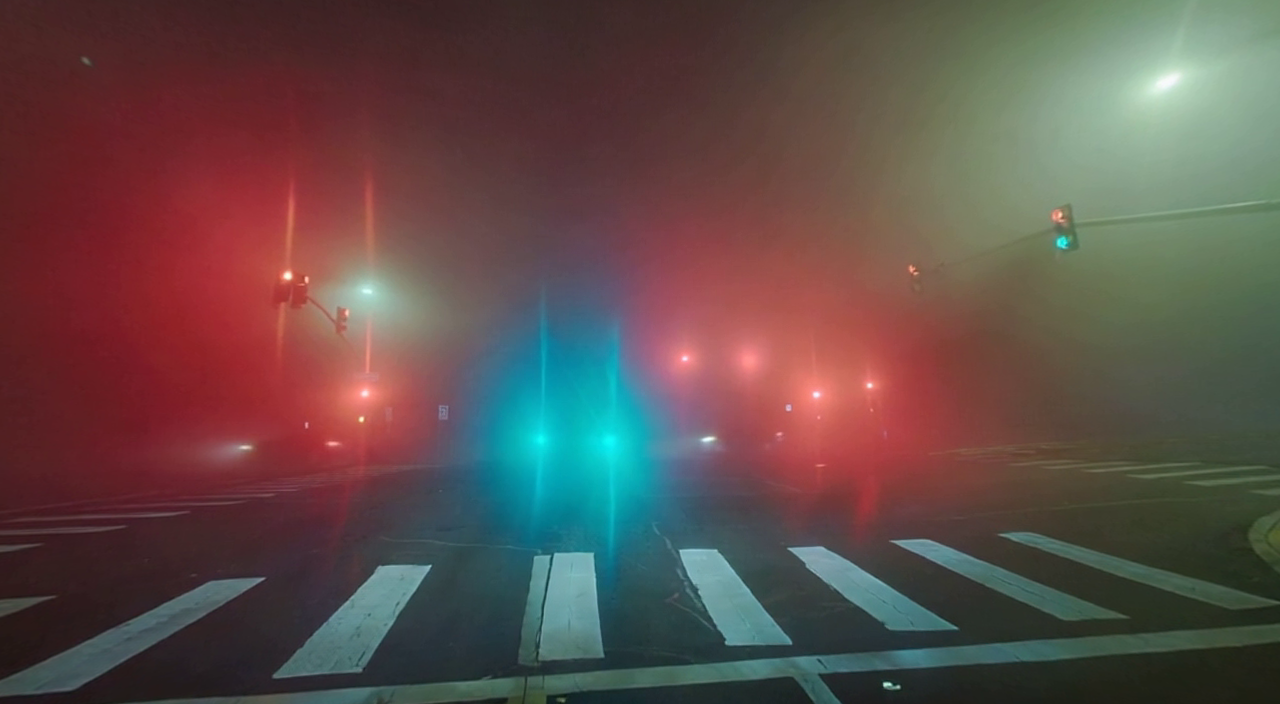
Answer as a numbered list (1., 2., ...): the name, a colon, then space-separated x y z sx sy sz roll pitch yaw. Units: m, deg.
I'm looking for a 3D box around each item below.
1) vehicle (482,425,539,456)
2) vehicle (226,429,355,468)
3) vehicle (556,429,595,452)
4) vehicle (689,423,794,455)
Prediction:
1. vehicle: -8.297 5.746 40.915 2.000 1.864 5.044 -1 -9 7
2. vehicle: -14.960 4.159 27.239 4.407 1.569 1.859 1 -9 -10
3. vehicle: -4.397 6.168 43.767 1.919 1.467 4.086 -1 -9 5
4. vehicle: 4.731 4.092 29.694 4.510 1.431 1.884 1 -9 -8
